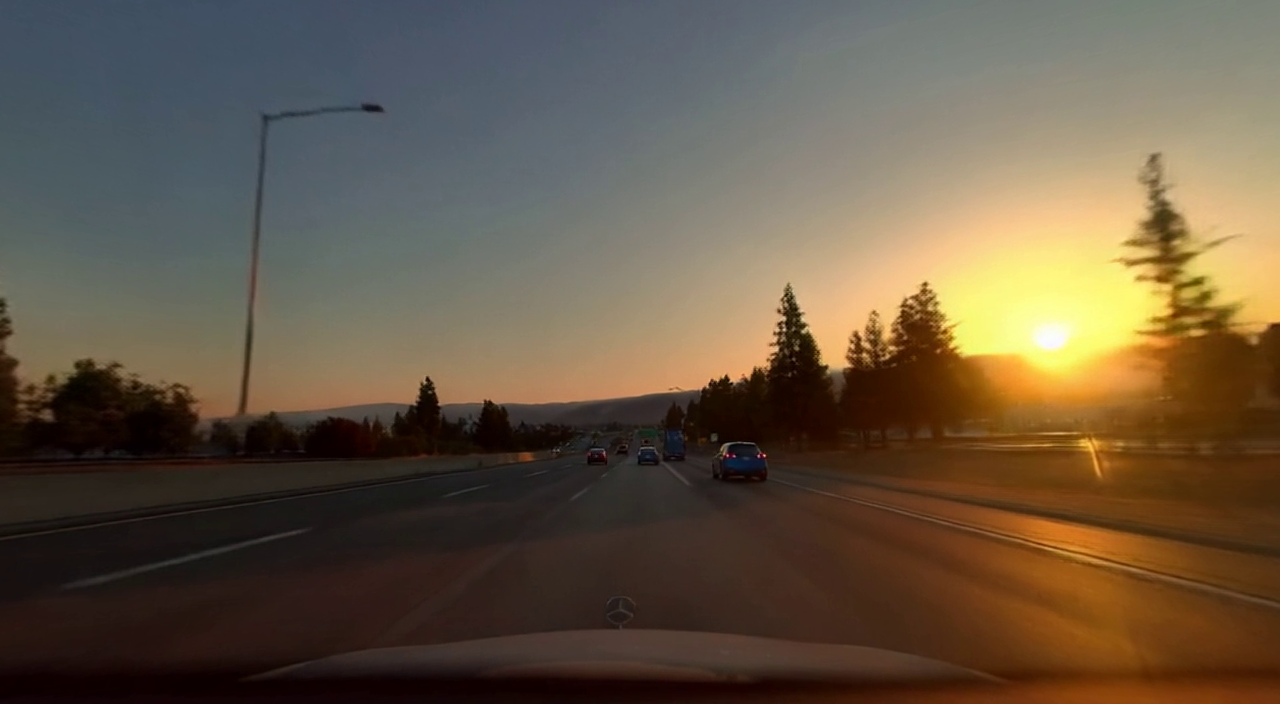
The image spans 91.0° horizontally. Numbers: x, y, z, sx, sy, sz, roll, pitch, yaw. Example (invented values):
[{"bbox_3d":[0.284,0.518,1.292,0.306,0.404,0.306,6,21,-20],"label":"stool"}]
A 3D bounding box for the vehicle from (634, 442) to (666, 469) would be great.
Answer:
[{"bbox_3d":[0.649,7.424,45.167,2.205,1.785,4.423,1,-9,-1],"label":"vehicle"}]

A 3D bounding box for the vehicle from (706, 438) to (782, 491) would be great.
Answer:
[{"bbox_3d":[3.720,4.125,23.400,2.082,1.720,4.393,1,-9,0],"label":"vehicle"}]
